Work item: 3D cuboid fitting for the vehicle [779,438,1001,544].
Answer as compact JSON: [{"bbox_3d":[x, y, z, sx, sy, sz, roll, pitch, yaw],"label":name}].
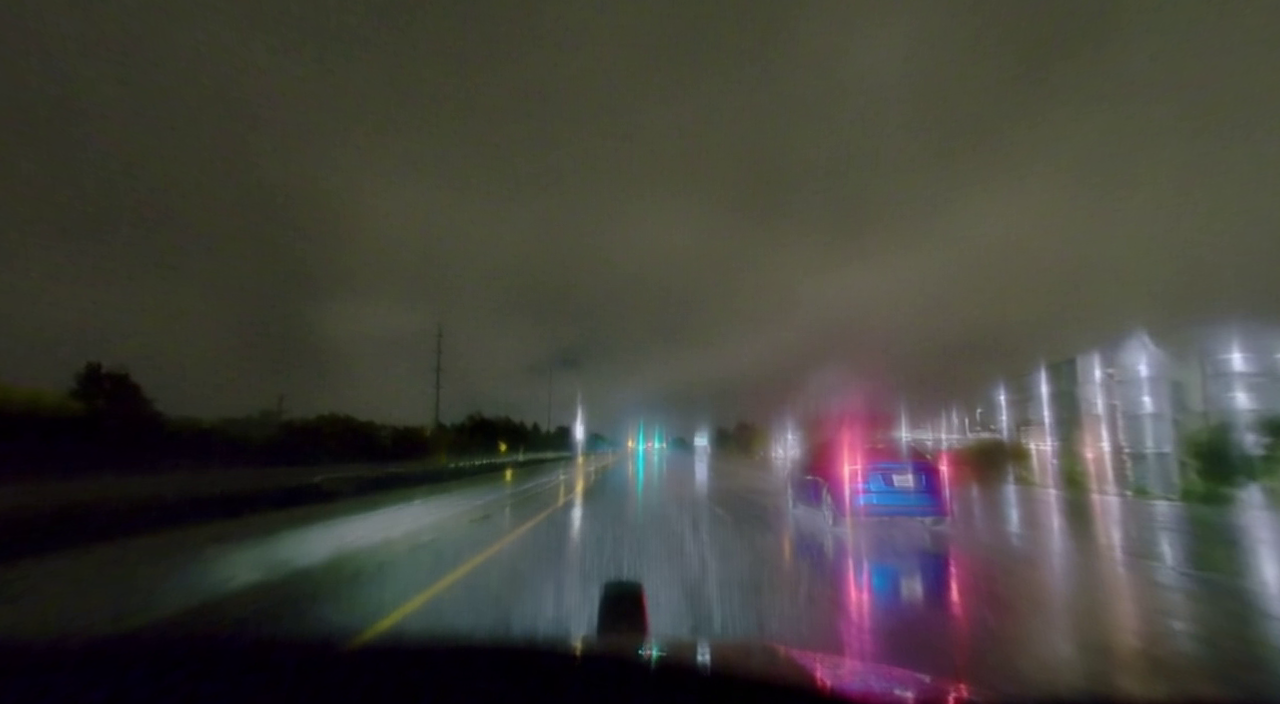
[{"bbox_3d":[4.145,2.369,11.537,2.053,1.490,4.799,0,-8,0],"label":"vehicle"}]
